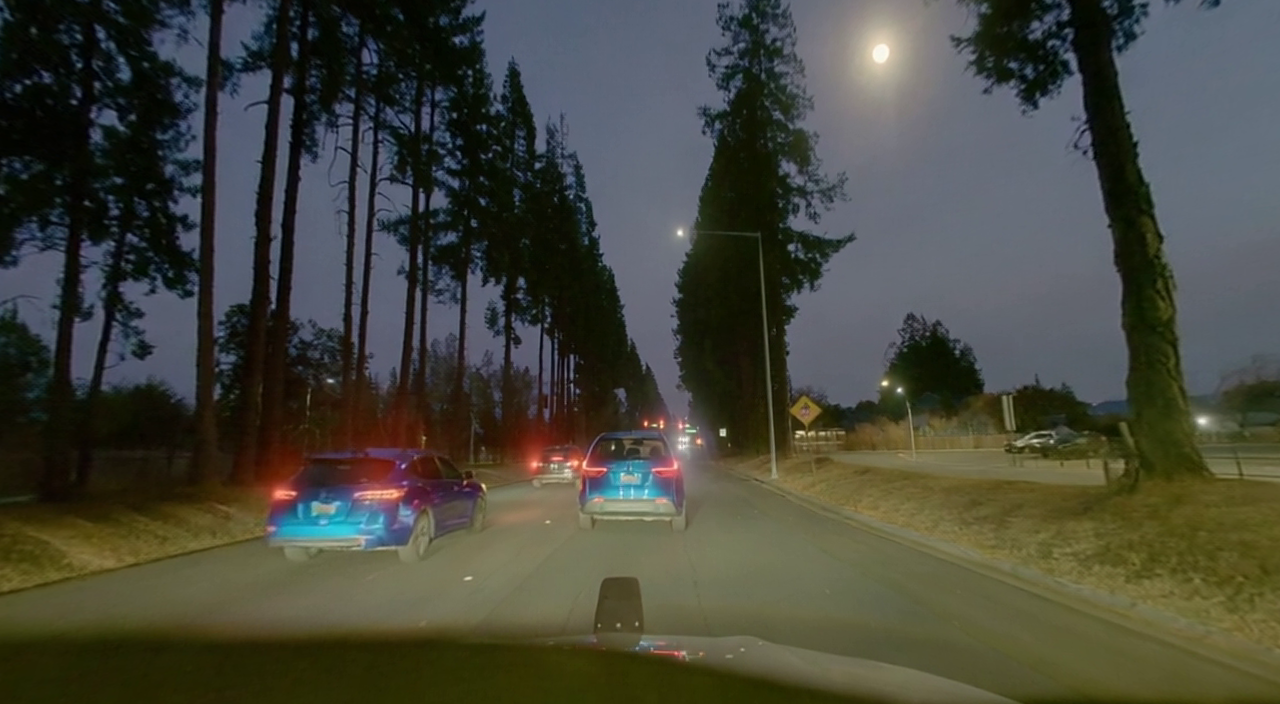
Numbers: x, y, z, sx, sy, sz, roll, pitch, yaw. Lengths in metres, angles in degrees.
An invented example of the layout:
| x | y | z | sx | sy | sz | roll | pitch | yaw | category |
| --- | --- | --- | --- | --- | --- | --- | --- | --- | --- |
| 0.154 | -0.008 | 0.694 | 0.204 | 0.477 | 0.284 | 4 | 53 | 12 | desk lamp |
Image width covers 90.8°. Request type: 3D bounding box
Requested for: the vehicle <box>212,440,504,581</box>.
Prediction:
| x | y | z | sx | sy | sz | roll | pitch | yaw | category |
| --- | --- | --- | --- | --- | --- | --- | --- | --- | --- |
| -3.463 | 1.998 | 8.914 | 1.922 | 1.464 | 4.424 | 0 | -8 | 2 | vehicle |

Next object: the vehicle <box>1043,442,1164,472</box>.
| x | y | z | sx | sy | sz | roll | pitch | yaw | category |
| --- | --- | --- | --- | --- | --- | --- | --- | --- | --- |
| 28.282 | 6.404 | 38.637 | 5.955 | 1.702 | 2.166 | 1 | -8 | -6 | vehicle |

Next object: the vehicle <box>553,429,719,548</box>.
| x | y | z | sx | sy | sz | roll | pitch | yaw | category |
| --- | --- | --- | --- | --- | --- | --- | --- | --- | --- |
| -0.035 | 2.144 | 10.557 | 2.229 | 1.591 | 3.897 | 0 | -8 | 1 | vehicle |
